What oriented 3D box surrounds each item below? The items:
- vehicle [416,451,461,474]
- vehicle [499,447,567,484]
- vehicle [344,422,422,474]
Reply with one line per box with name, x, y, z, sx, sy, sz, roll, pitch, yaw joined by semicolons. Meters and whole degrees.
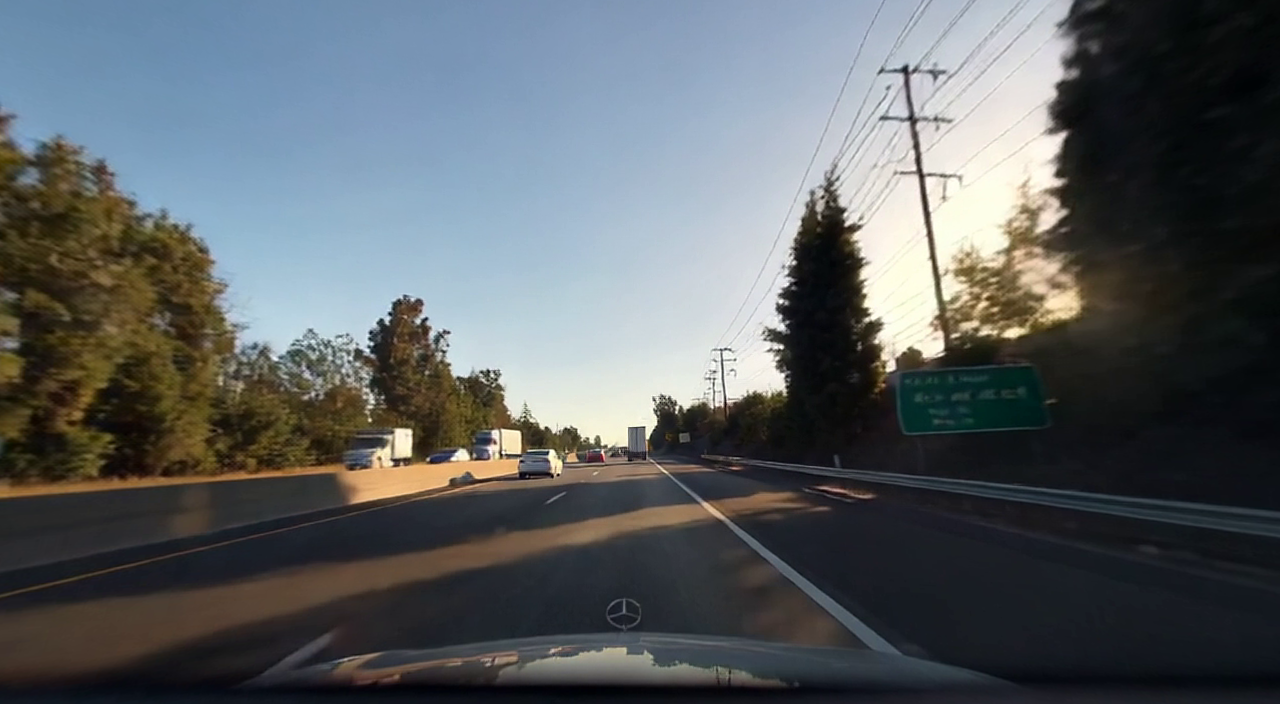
vehicle;-13.681;7.502;43.104;1.764;1.486;3.947;0;-9;0
vehicle;-4.456;4.799;26.977;2.106;1.445;4.404;0;-9;0
vehicle;-18.333;6.922;45.564;2.744;3.453;6.712;0;-9;0
